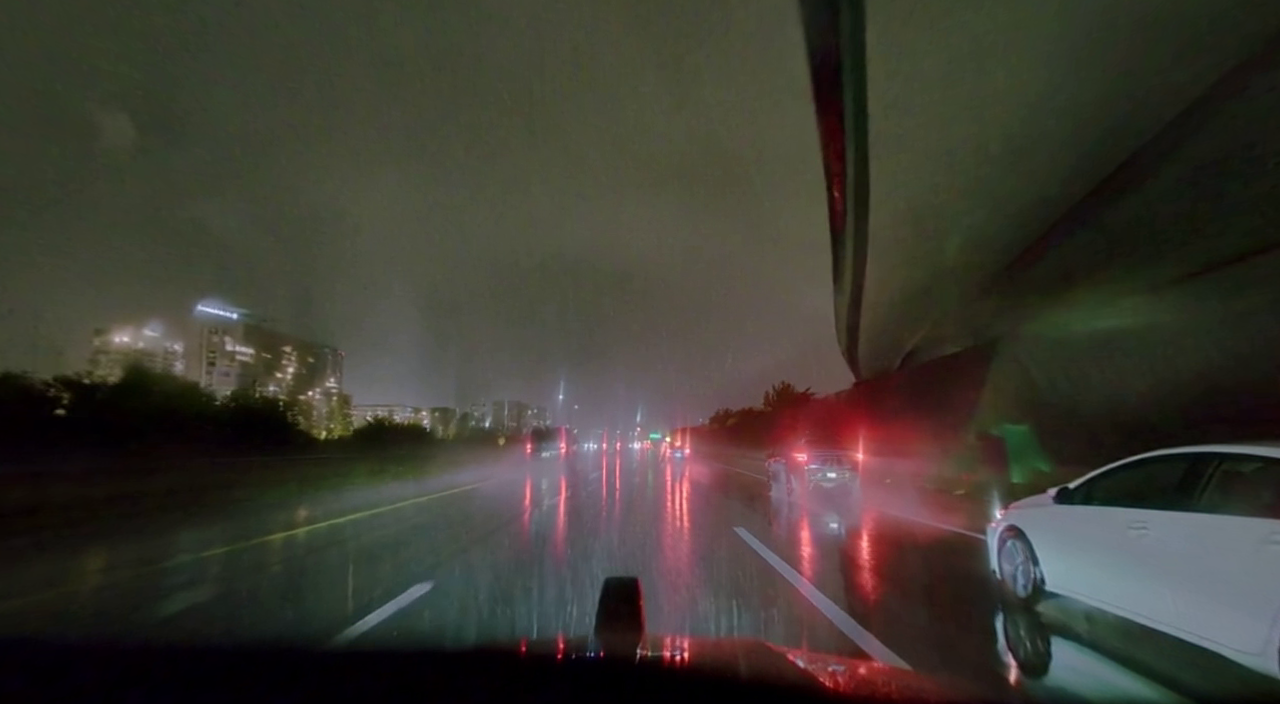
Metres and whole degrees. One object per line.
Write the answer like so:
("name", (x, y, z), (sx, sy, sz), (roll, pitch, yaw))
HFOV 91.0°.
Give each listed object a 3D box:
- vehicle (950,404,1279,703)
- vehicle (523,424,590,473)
("vehicle", (3.652, 1.036, 2.850), (2.047, 1.532, 4.884), (0, -9, 0))
("vehicle", (-4.037, 4.877, 31.829), (2.496, 2.203, 6.317), (0, -9, 0))
